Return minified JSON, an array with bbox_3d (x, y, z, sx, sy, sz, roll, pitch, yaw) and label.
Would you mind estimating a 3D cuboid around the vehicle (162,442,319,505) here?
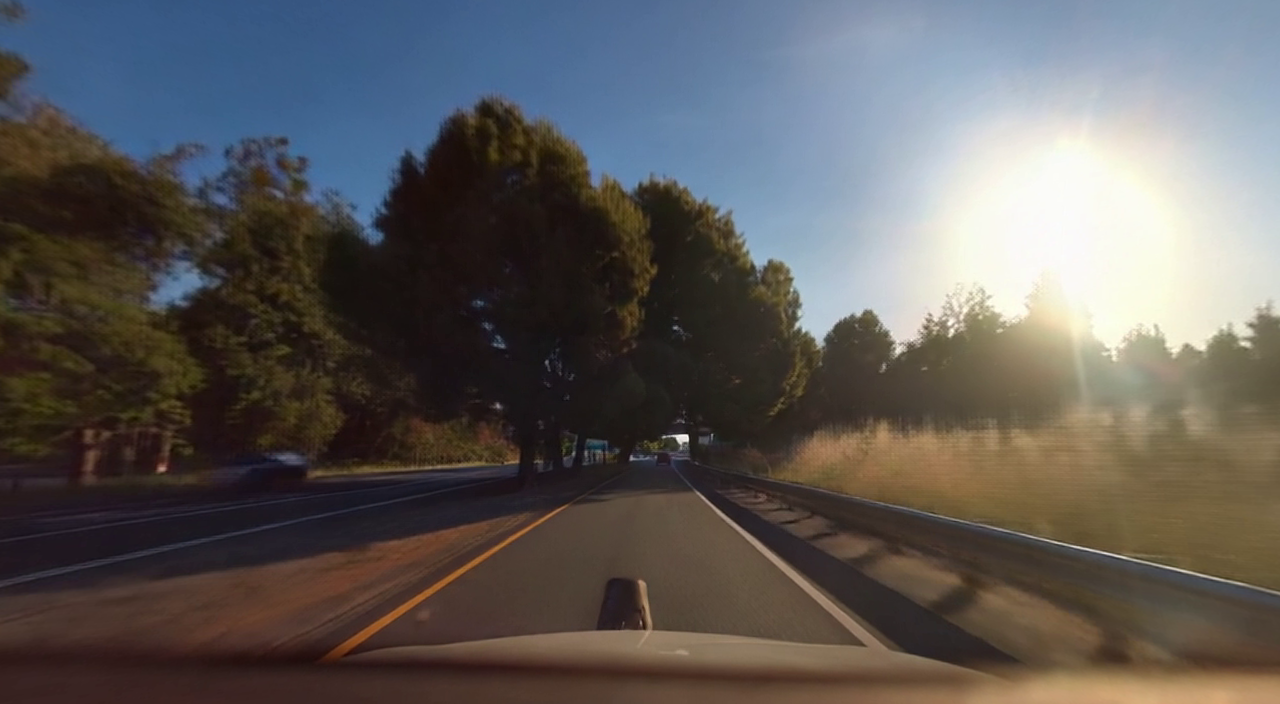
[{"bbox_3d":[-12.097,3.679,19.546,1.981,1.676,4.508,0,-9,-2],"label":"vehicle"}]
